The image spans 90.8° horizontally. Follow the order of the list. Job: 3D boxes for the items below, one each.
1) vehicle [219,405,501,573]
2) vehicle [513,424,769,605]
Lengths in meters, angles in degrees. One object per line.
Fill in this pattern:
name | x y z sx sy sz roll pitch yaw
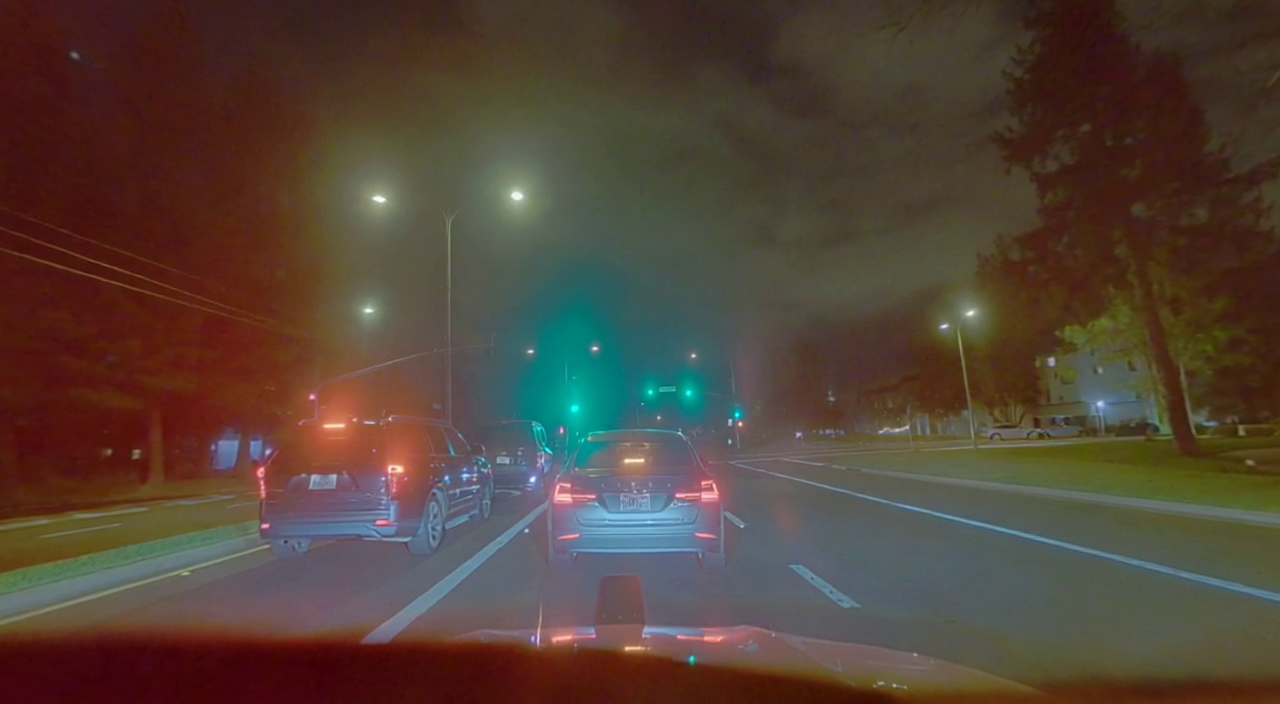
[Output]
vehicle | -3.420 1.755 8.834 2.046 1.751 4.208 0 -8 -1
vehicle | -0.046 1.646 7.307 2.126 1.475 3.967 0 -8 -2
